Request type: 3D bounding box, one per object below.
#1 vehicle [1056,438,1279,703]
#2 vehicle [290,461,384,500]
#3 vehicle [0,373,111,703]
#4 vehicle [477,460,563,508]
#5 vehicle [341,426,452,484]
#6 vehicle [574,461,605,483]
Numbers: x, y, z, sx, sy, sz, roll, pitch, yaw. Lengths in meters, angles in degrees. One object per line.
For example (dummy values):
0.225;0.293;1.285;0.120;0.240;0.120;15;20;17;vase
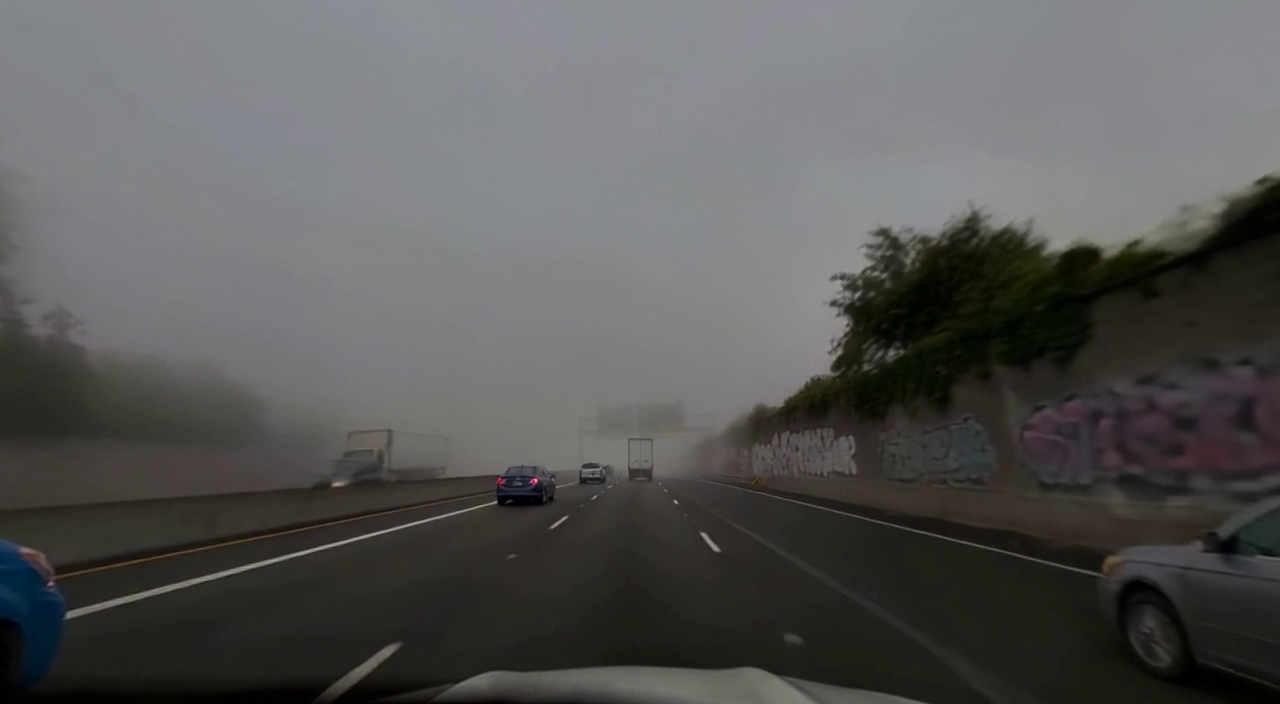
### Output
4.170;1.087;2.646;1.917;1.458;4.199;1;-10;-1;vehicle
-12.505;5.327;26.297;1.842;1.453;4.161;1;-10;0;vehicle
-3.403;0.545;0.510;2.004;1.610;4.508;1;-10;-1;vehicle
-3.983;4.473;21.599;2.054;1.443;4.131;0;-10;1;vehicle
-17.367;7.738;46.458;2.922;3.622;13.507;1;-11;-1;vehicle
-3.892;9.388;49.461;2.032;1.625;4.023;0;-10;1;vehicle
